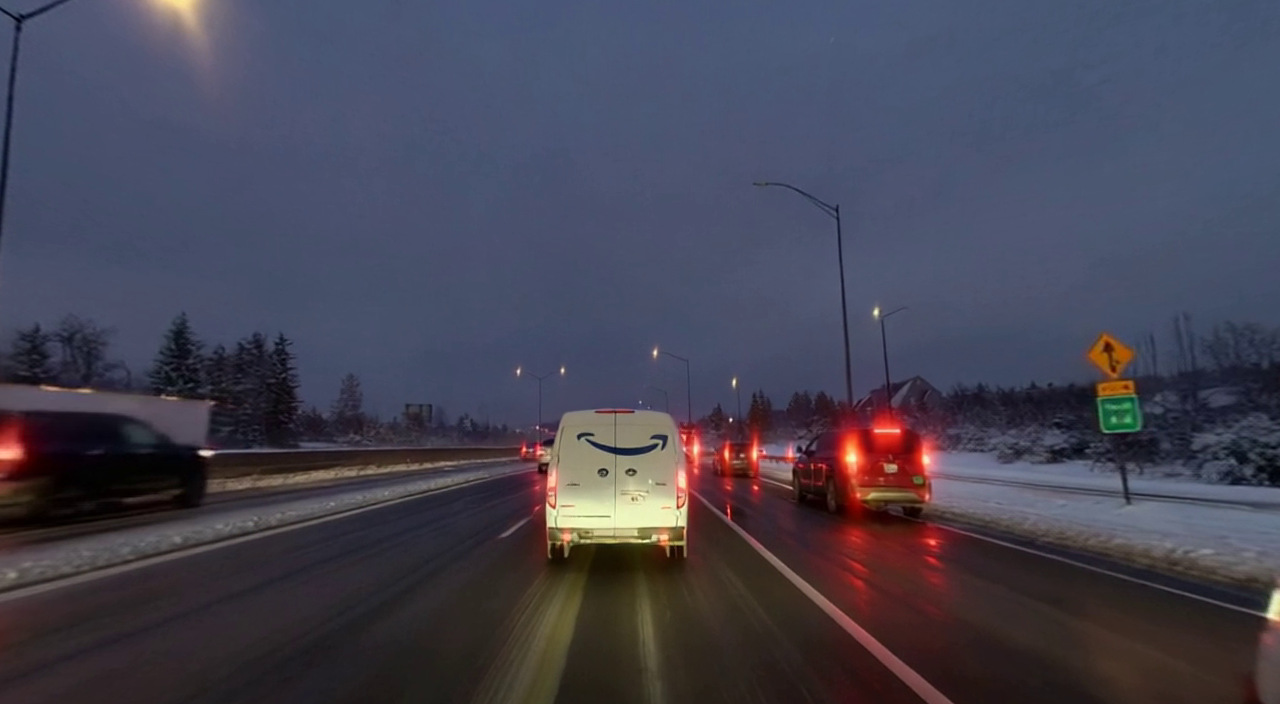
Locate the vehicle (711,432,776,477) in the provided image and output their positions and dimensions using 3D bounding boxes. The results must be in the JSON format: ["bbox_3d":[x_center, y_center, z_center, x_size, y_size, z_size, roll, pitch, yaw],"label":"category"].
[{"bbox_3d":[4.269,4.323,26.693,2.064,1.720,4.416,0,-8,0],"label":"vehicle"}]

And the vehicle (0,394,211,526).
[{"bbox_3d":[-10.378,1.819,10.879,2.232,1.882,5.128,0,-8,0],"label":"vehicle"}]

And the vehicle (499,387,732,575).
[{"bbox_3d":[-0.193,1.588,8.460,2.287,1.823,4.369,0,-8,1],"label":"vehicle"}]

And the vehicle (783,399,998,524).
[{"bbox_3d":[4.669,2.172,12.933,2.179,1.999,5.331,1,-8,-1],"label":"vehicle"}]
